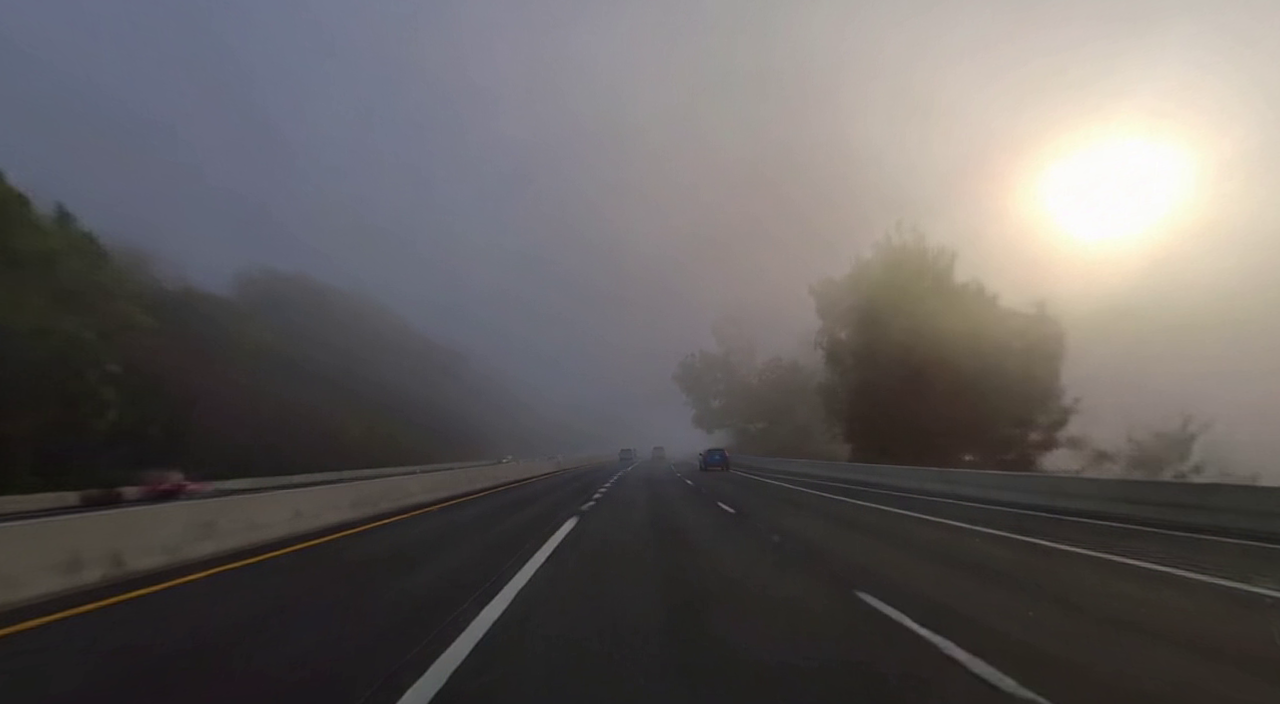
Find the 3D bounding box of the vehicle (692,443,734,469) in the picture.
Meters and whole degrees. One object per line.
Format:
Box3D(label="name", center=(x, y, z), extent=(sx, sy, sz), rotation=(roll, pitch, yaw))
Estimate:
Box3D(label="vehicle", center=(4.554, 6.609, 40.101), extent=(2.175, 1.574, 3.943), rotation=(0, -9, 0))
